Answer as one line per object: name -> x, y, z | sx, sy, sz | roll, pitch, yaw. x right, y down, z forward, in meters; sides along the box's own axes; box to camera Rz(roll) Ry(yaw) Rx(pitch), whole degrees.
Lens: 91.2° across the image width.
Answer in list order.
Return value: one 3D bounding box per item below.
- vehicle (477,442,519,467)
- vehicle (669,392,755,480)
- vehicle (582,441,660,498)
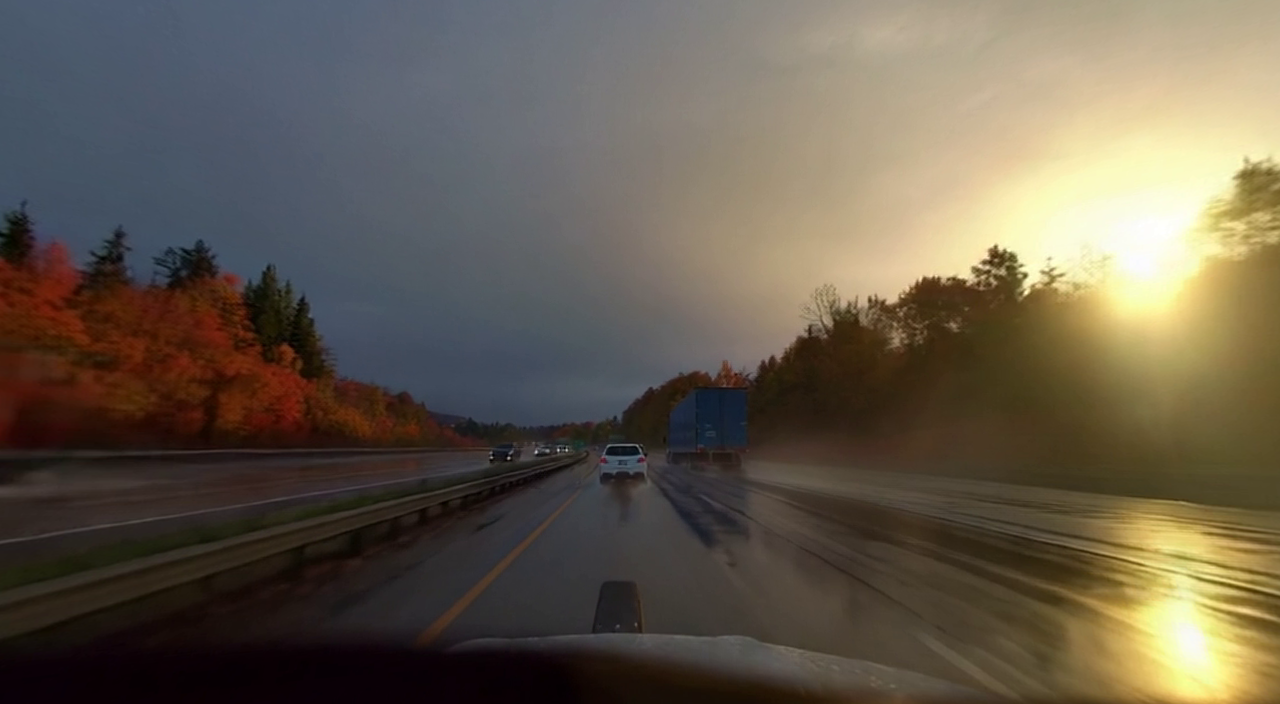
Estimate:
vehicle -> -9.611, 6.983, 42.802 | 1.920, 1.541, 4.248 | 0, -9, -1
vehicle -> 3.612, 4.963, 35.795 | 2.900, 4.013, 14.455 | 0, -9, -1
vehicle -> -0.557, 3.488, 18.969 | 2.099, 1.506, 4.097 | 0, -9, -1
